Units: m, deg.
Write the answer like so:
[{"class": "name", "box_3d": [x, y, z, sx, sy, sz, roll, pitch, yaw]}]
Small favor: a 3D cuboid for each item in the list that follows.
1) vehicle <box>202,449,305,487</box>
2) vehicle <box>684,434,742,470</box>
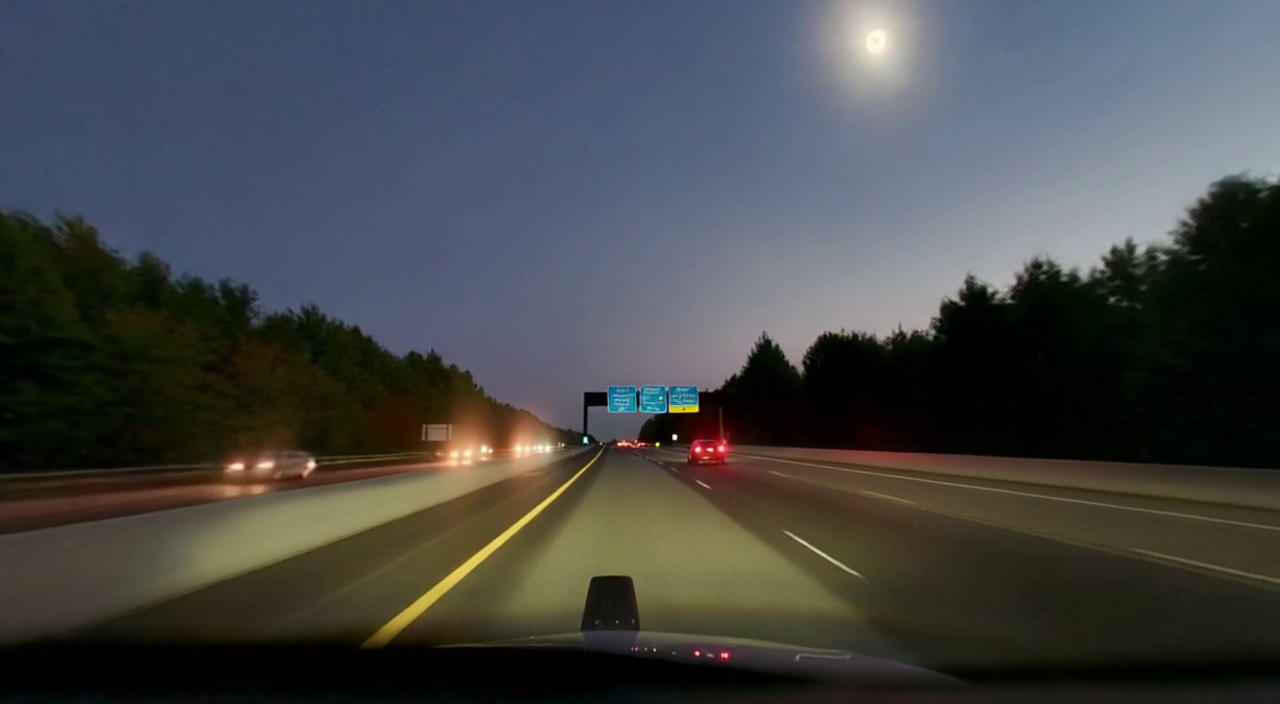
[{"class": "vehicle", "box_3d": [-16.744, 5.009, 27.589, 1.812, 1.450, 4.373, 0, -8, -1]}, {"class": "vehicle", "box_3d": [3.247, 4.564, 28.992, 1.958, 1.526, 4.227, 0, -8, -3]}]
